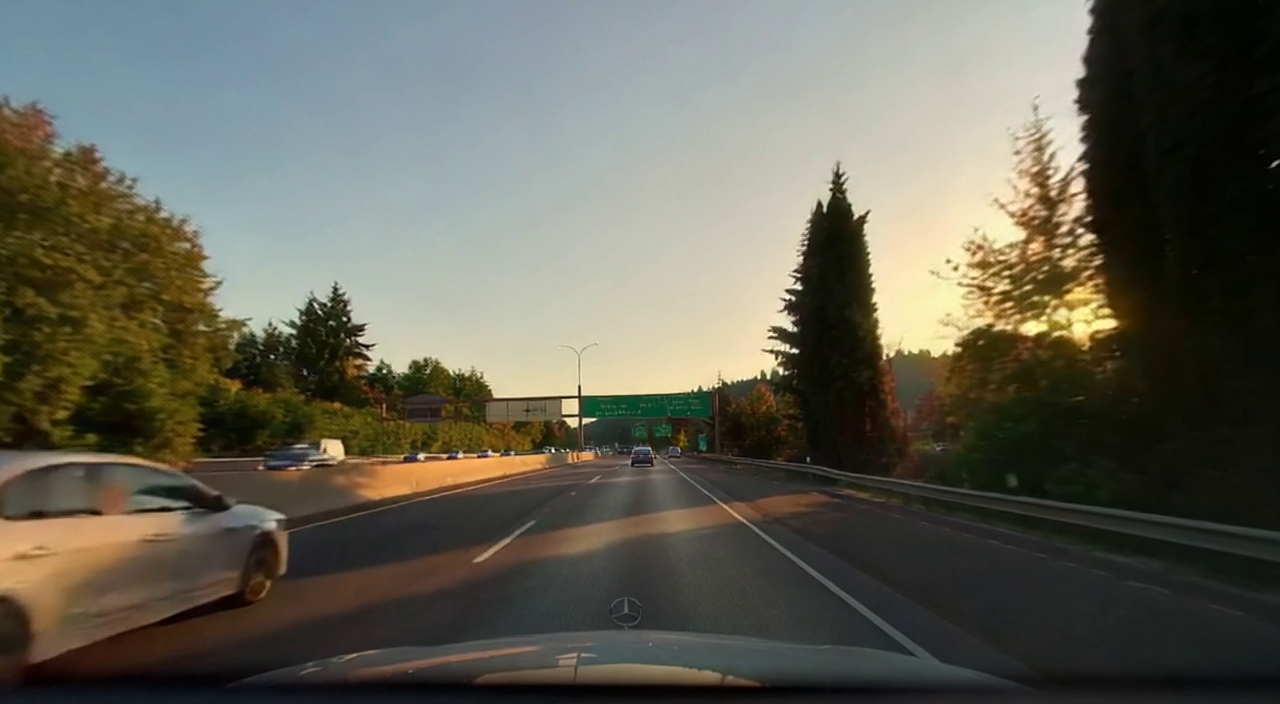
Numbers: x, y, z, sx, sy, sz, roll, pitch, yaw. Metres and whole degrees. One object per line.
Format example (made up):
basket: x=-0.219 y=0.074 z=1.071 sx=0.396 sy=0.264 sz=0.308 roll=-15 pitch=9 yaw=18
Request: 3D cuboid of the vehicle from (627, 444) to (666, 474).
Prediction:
vehicle: x=0.311 y=5.629 z=33.157 sx=1.960 sy=1.456 sz=3.818 roll=0 pitch=-9 yaw=0

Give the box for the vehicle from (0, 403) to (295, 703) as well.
vehicle: x=-4.187 y=1.071 z=3.352 sx=2.081 sy=1.534 sz=4.543 roll=0 pitch=-9 yaw=1
